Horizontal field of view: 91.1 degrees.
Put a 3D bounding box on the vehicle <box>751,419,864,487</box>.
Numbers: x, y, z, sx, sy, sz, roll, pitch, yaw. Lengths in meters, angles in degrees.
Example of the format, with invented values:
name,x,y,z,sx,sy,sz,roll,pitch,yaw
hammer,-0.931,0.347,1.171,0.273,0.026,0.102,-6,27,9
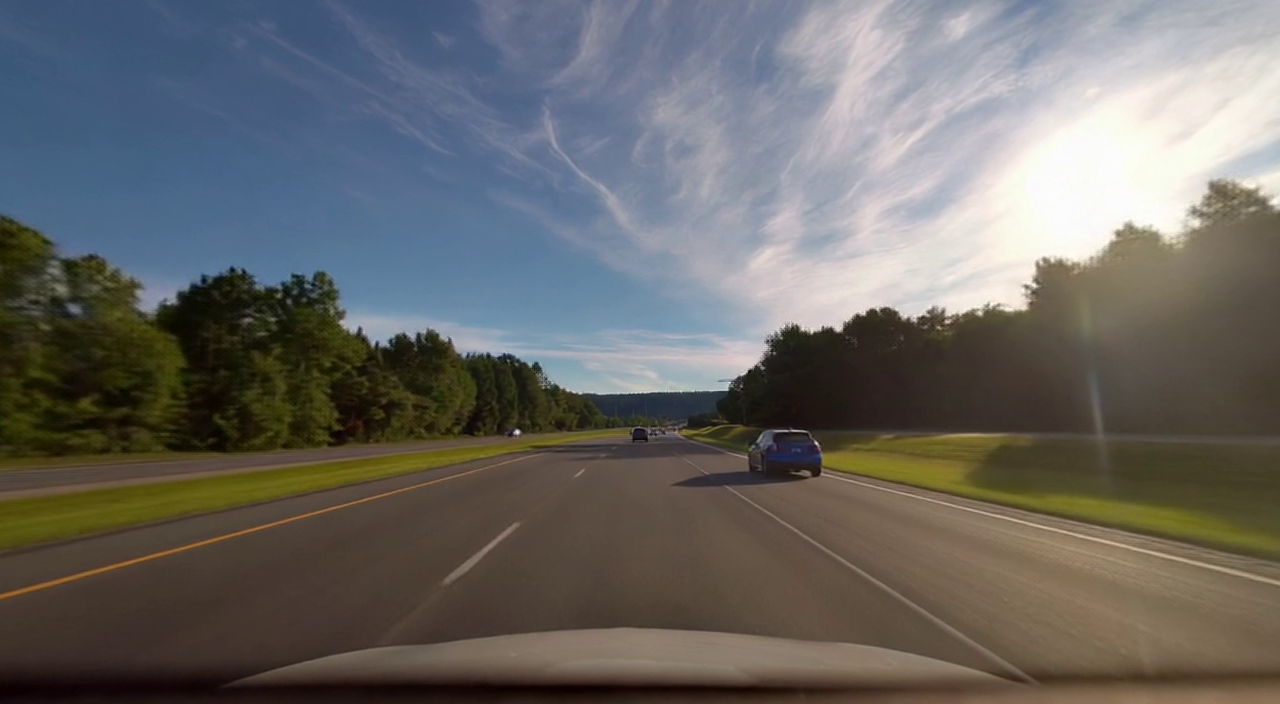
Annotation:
name,x,y,z,sx,sy,sz,roll,pitch,yaw
vehicle,4.070,2.500,15.916,1.765,1.510,3.762,0,-8,-1
